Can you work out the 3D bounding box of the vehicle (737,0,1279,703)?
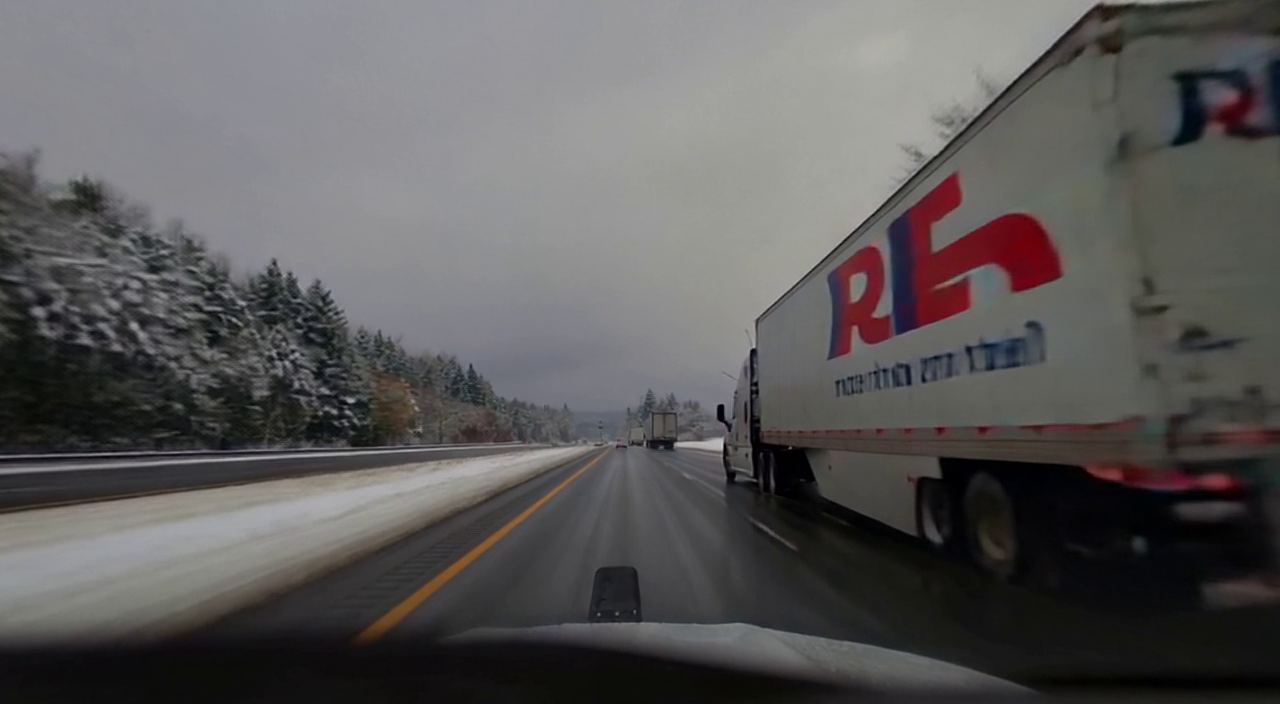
[{"bbox_3d":[4.220,0.588,9.811,2.871,4.072,14.183,0,-8,-1],"label":"vehicle"}]
